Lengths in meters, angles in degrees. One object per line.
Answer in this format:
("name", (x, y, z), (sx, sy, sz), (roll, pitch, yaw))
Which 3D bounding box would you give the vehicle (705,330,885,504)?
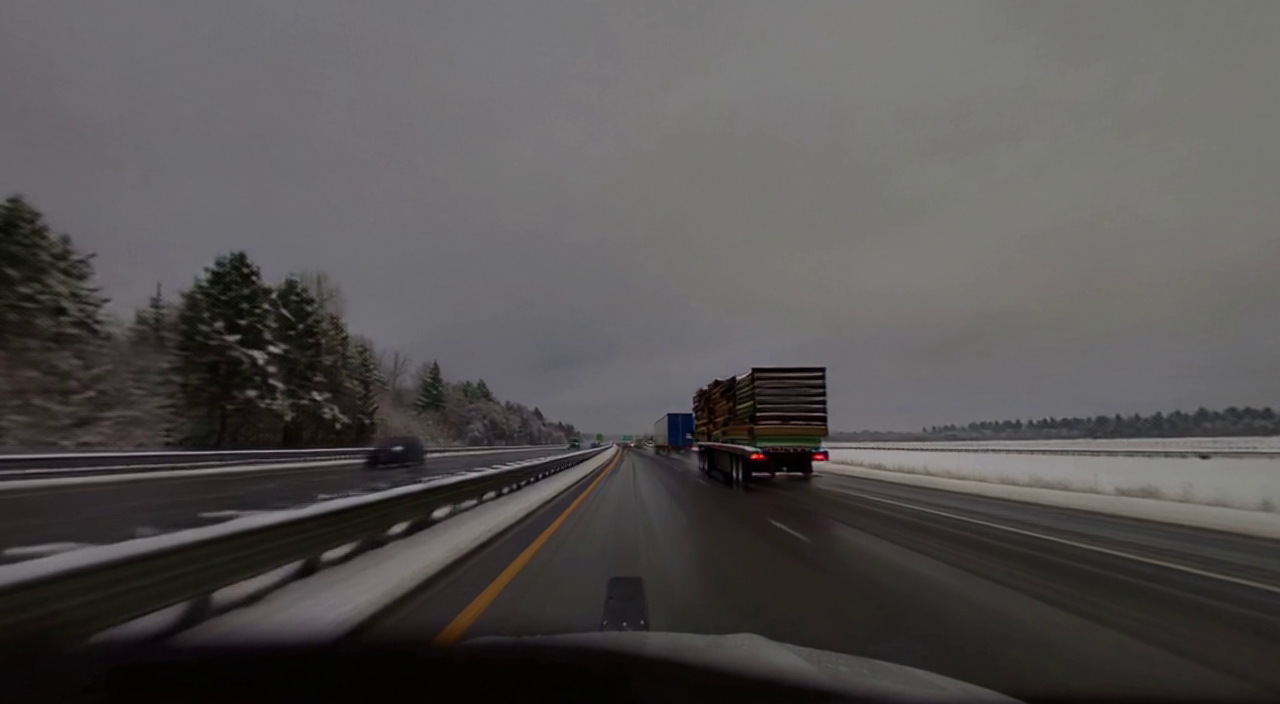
("vehicle", (4.330, 2.446, 21.634), (3.024, 4.065, 13.796), (-1, -8, 2))

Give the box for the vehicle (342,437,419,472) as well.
("vehicle", (-11.973, 4.747, 29.276), (1.852, 1.497, 3.992), (0, -8, 1))
